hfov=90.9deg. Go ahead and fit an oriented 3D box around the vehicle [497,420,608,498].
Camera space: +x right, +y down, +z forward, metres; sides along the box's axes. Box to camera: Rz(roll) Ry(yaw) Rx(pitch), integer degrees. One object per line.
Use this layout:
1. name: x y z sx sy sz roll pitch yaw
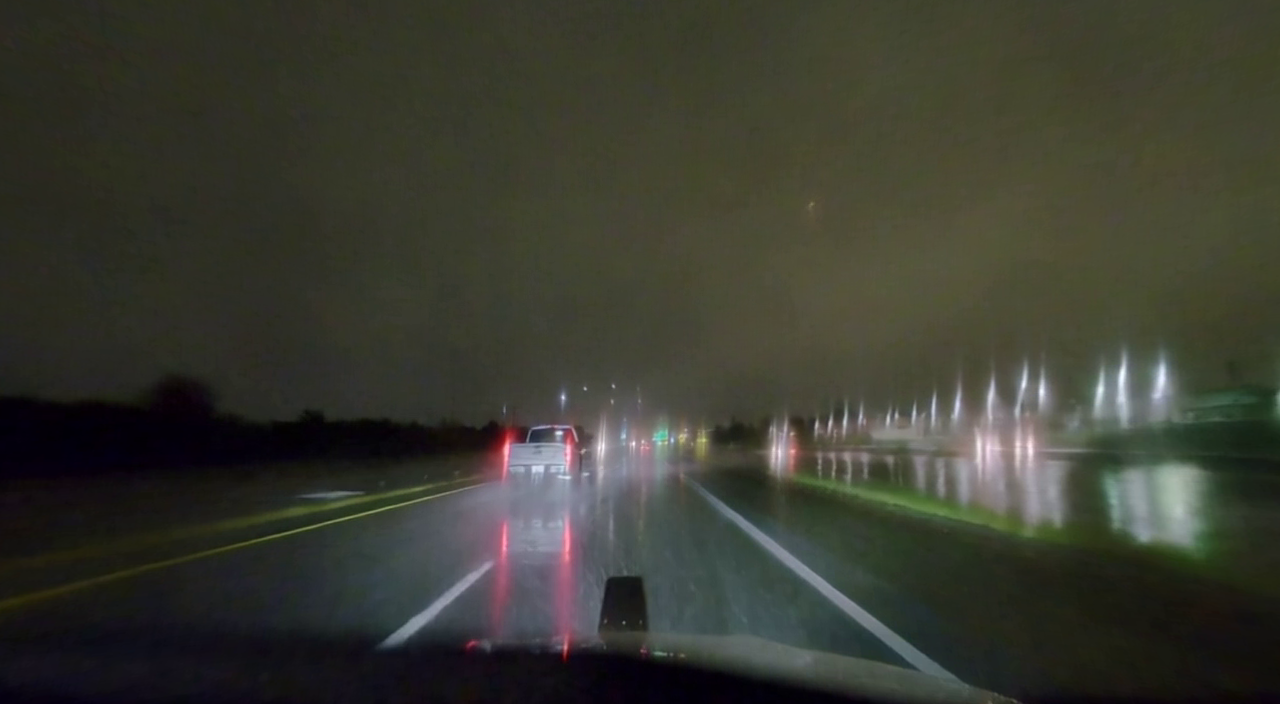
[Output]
1. vehicle: -2.349 3.108 18.725 2.350 1.932 5.562 0 -8 2
